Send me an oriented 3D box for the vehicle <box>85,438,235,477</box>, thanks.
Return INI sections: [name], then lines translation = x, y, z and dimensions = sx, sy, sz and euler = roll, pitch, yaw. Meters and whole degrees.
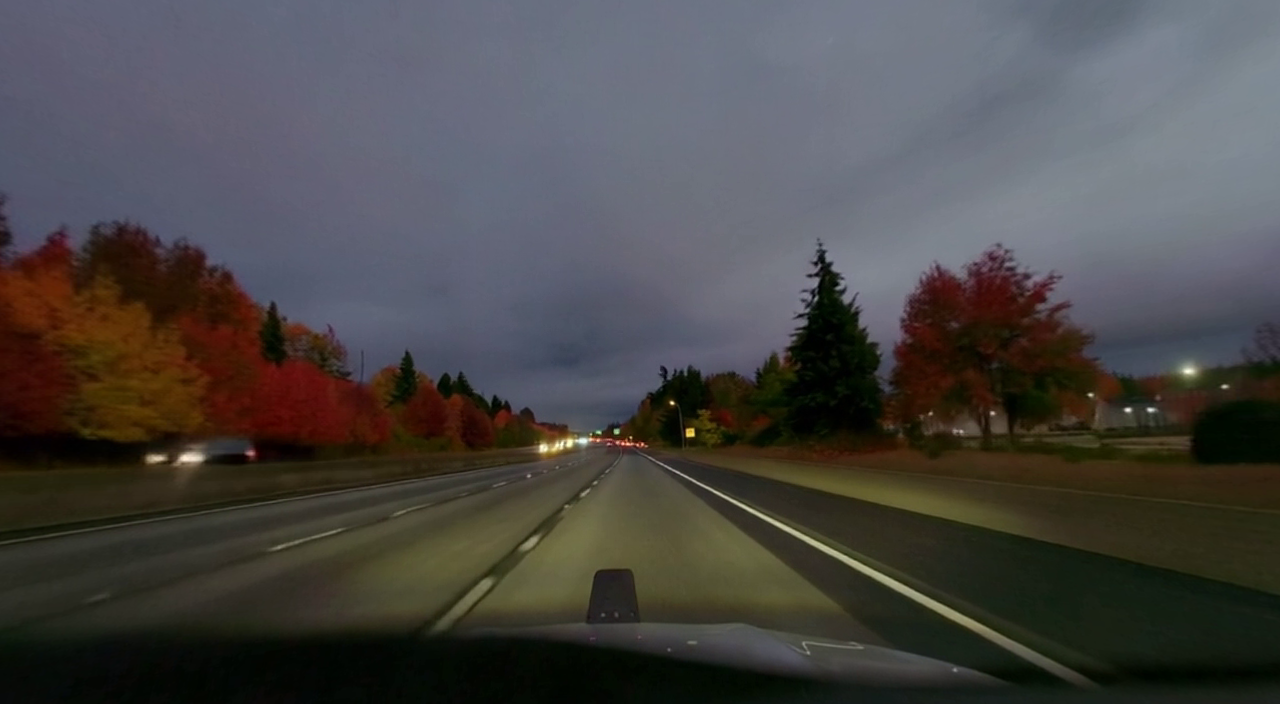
[vehicle]
translation = -23.420, 5.195, 31.130
dimensions = 1.968, 1.688, 6.964
euler = 0, -9, 0
